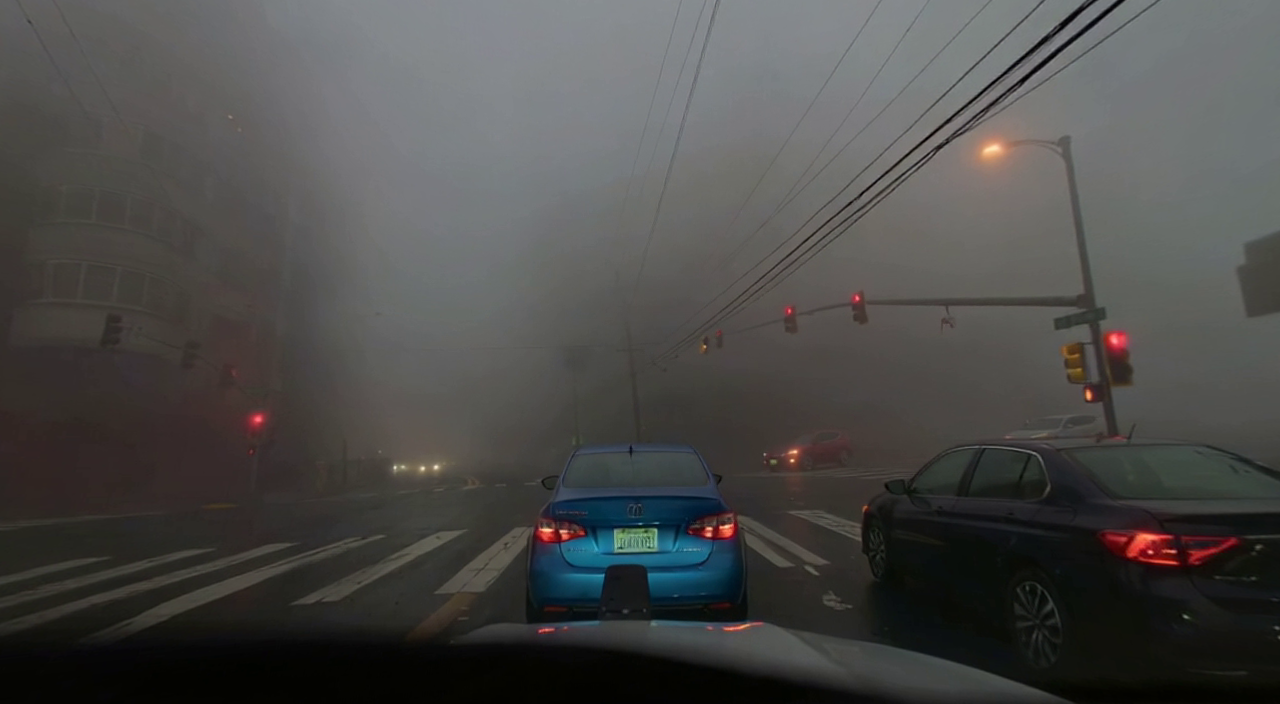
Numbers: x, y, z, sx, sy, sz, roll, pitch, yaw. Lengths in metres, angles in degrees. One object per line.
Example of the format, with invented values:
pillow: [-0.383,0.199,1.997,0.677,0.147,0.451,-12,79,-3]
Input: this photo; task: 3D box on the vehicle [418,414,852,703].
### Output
vehicle: [-0.054,1.349,5.149,2.094,1.481,4.078,0,-8,-1]

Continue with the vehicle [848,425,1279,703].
vehicle: [3.354,1.375,5.081,1.860,1.430,4.089,0,-8,-1]
